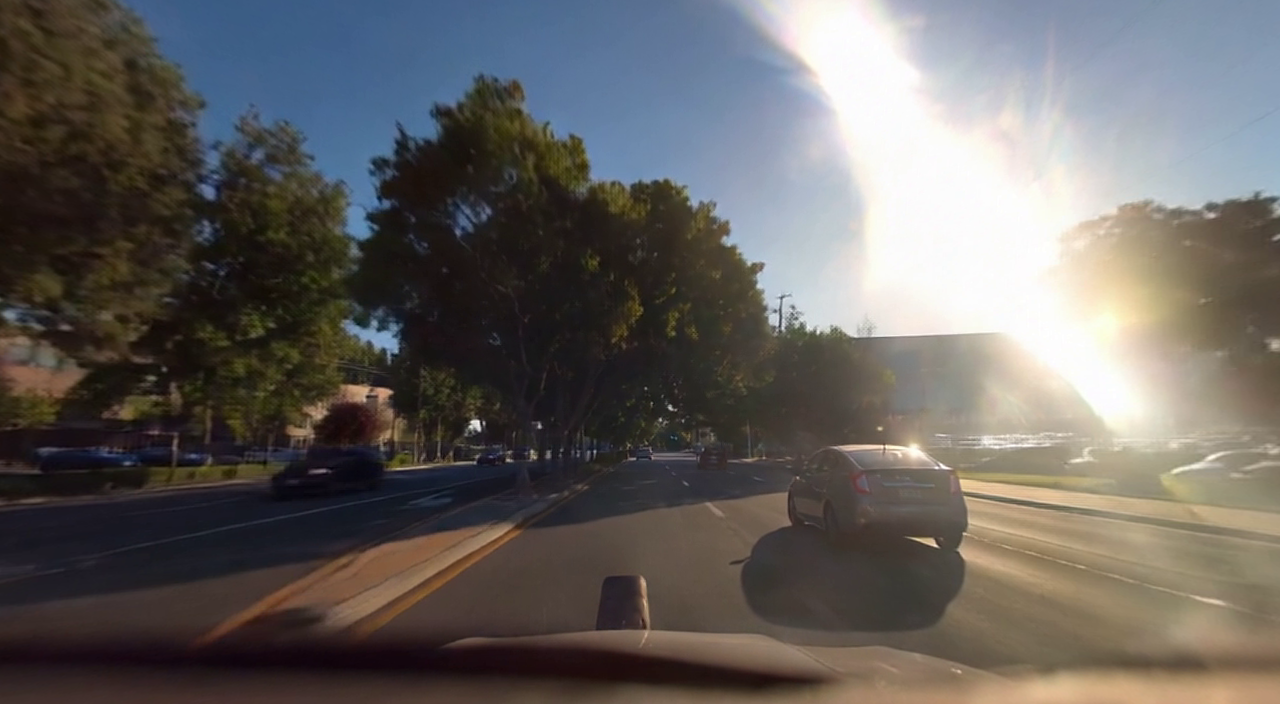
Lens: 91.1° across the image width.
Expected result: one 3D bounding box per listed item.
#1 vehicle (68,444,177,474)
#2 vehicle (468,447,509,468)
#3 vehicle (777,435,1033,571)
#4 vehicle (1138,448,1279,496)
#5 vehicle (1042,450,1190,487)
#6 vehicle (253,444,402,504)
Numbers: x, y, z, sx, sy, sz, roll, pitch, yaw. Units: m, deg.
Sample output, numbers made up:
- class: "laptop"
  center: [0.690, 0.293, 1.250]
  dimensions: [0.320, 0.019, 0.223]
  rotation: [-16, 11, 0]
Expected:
- class: "vehicle"
  center: [-29.546, 6.109, 35.944]
  dimensions: [4.409, 1.676, 1.917]
  rotation: [0, -9, -3]
- class: "vehicle"
  center: [-11.766, 8.234, 49.100]
  dimensions: [1.983, 1.567, 4.557]
  rotation: [0, -9, 1]
- class: "vehicle"
  center: [3.455, 2.032, 9.297]
  dimensions: [1.935, 1.501, 4.384]
  rotation: [0, -9, 1]
- class: "vehicle"
  center: [19.231, 3.876, 20.541]
  dimensions: [4.127, 1.462, 1.861]
  rotation: [-1, -9, 4]
- class: "vehicle"
  center: [19.818, 4.865, 26.281]
  dimensions: [4.504, 1.448, 2.027]
  rotation: [0, -9, 0]
- class: "vehicle"
  center: [-8.581, 3.357, 17.781]
  dimensions: [1.946, 1.464, 4.376]
  rotation: [0, -9, 0]
